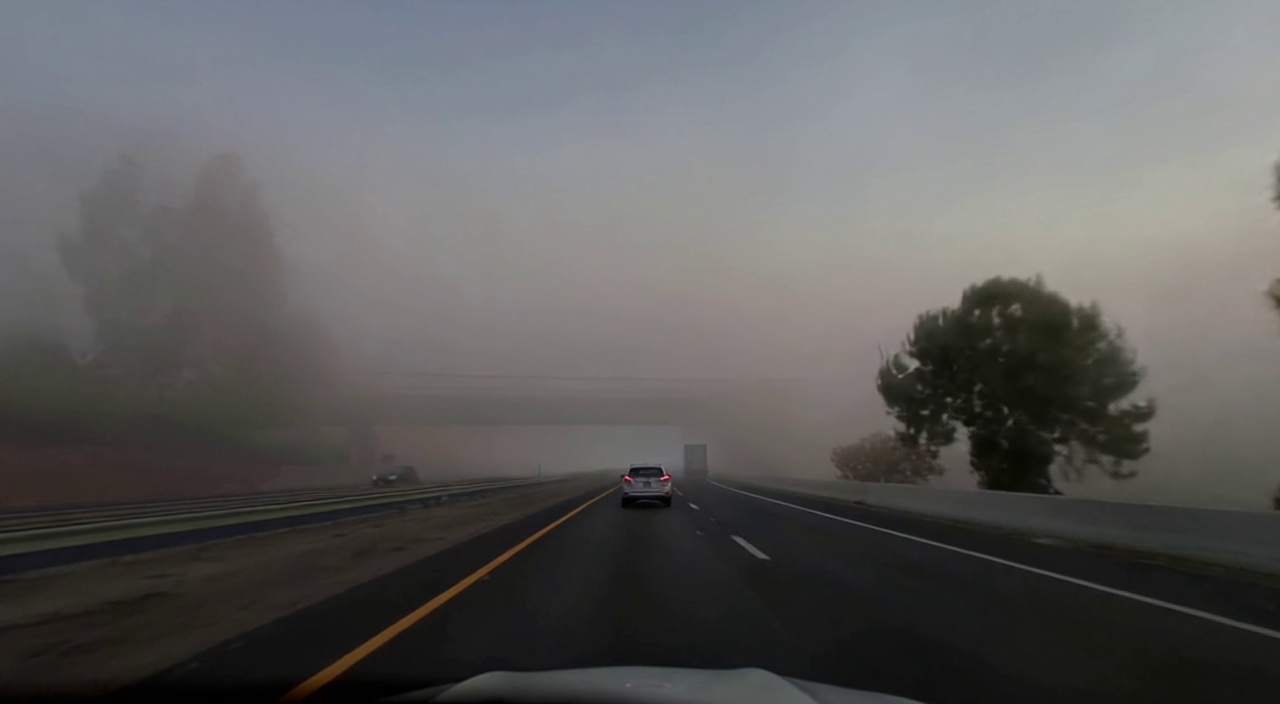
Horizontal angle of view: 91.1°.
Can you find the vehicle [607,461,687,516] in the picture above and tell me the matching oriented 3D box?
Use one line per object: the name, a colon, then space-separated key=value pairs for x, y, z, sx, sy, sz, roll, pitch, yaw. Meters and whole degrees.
vehicle: x=0.199 y=4.035 z=18.868 sx=2.156 sy=1.444 sz=3.762 roll=1 pitch=-10 yaw=0
